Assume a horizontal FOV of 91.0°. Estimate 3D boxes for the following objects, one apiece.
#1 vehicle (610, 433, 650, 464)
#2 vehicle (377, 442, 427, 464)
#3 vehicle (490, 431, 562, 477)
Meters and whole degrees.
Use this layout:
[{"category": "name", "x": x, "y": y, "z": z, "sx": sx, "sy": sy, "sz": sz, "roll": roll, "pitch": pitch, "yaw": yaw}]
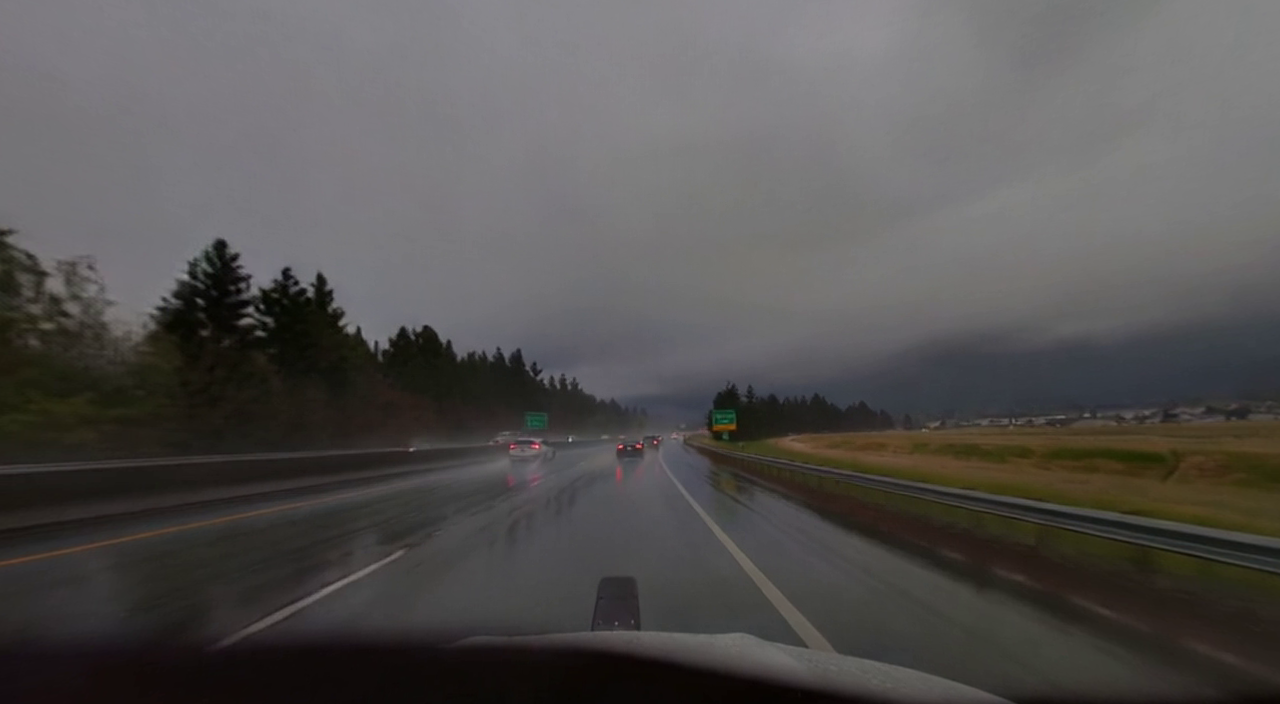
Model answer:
[{"category": "vehicle", "x": -0.558, "y": 5.487, "z": 36.058, "sx": 2.146, "sy": 1.636, "sz": 4.026, "roll": -1, "pitch": -8, "yaw": 0}, {"category": "vehicle", "x": -16.623, "y": 7.053, "z": 44.130, "sx": 1.803, "sy": 1.451, "sz": 4.112, "roll": -1, "pitch": -8, "yaw": 2}, {"category": "vehicle", "x": -4.542, "y": 4.140, "z": 25.784, "sx": 2.075, "sy": 1.653, "sz": 4.317, "roll": -1, "pitch": -8, "yaw": 2}]
